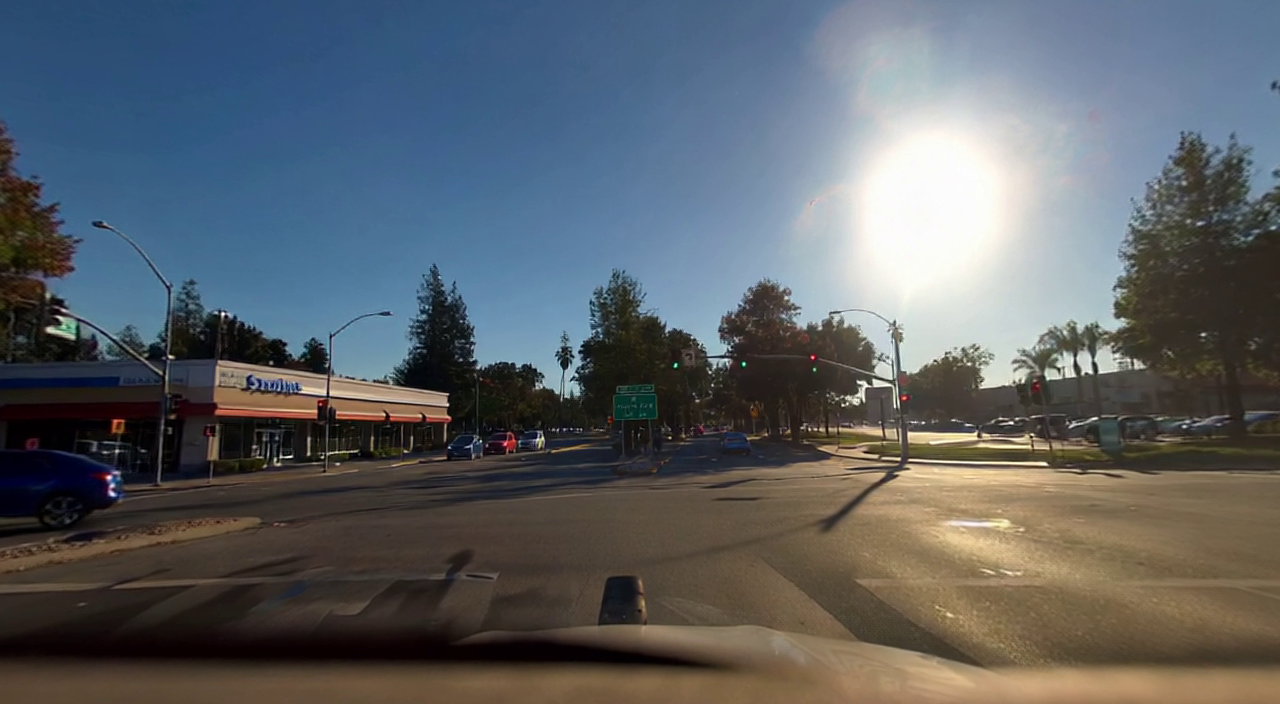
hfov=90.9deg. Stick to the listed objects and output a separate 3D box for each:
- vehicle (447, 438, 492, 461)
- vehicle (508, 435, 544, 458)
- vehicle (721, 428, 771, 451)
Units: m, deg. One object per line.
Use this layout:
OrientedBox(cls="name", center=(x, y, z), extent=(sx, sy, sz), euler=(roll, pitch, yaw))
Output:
OrientedBox(cls="vehicle", center=(-11.763, 6.785, 43.791), extent=(2.111, 1.499, 4.371), euler=(0, -9, -3))
OrientedBox(cls="vehicle", center=(-8.056, 6.744, 44.929), extent=(1.920, 1.546, 4.086), euler=(0, -9, -2))
OrientedBox(cls="vehicle", center=(7.934, 6.680, 47.762), extent=(1.936, 1.664, 4.667), euler=(2, -9, -14))
